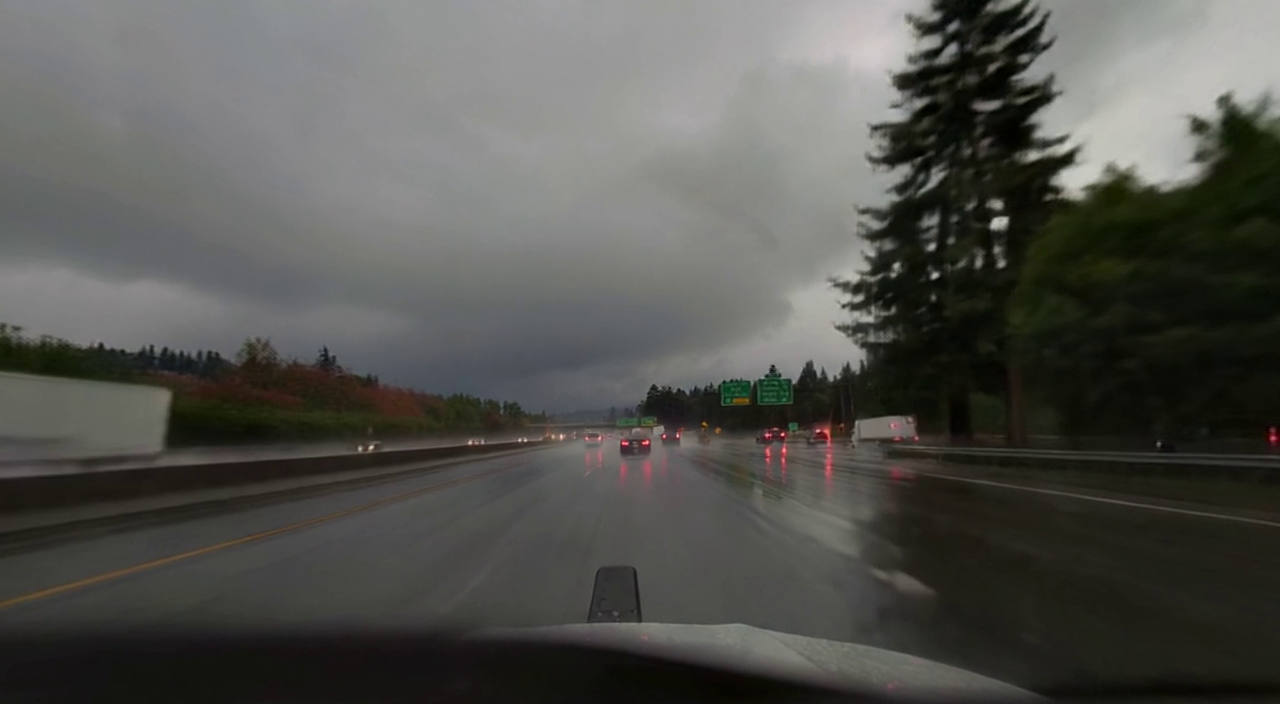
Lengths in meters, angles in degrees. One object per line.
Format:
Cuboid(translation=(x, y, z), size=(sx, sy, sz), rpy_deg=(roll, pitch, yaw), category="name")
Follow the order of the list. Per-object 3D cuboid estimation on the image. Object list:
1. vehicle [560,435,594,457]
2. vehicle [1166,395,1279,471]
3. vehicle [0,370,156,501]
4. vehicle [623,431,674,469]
Cuboid(translation=(-4.255, 6.431, 43.229), size=(2.014, 1.471, 4.380), rpy_deg=(0, -8, -1), category="vehicle")
Cuboid(translation=(22.638, 2.909, 22.581), size=(2.232, 2.540, 6.015), rpy_deg=(0, -8, -2), category="vehicle")
Cuboid(translation=(-19.775, 2.116, 16.069), size=(3.005, 3.718, 15.585), rpy_deg=(0, -8, -2), category="vehicle")
Cuboid(translation=(0.287, 4.313, 28.022), size=(2.086, 1.554, 3.875), rpy_deg=(0, -8, -2), category="vehicle")
